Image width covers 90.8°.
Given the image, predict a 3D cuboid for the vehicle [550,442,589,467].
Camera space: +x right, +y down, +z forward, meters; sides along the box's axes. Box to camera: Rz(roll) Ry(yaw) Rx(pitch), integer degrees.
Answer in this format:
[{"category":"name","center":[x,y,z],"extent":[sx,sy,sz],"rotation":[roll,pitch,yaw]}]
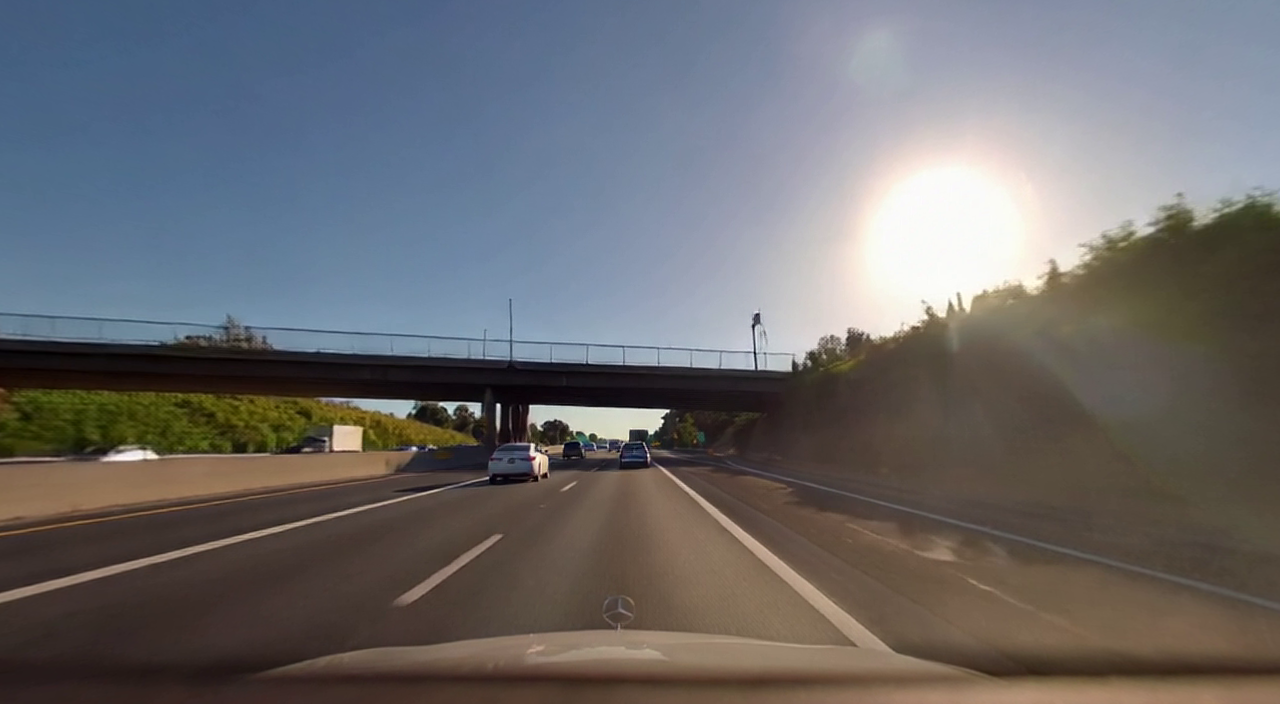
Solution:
[{"category":"vehicle","center":[-4.540,6.649,41.147],"extent":[2.084,1.528,4.094],"rotation":[0,-8,0]}]

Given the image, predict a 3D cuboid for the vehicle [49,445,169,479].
[{"category":"vehicle","center":[-24.796,5.141,29.743],"extent":[1.774,1.444,4.522],"rotation":[0,-9,-1]}]

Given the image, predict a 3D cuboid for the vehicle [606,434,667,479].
[{"category":"vehicle","center":[-0.157,4.434,27.061],"extent":[2.378,1.750,4.355],"rotation":[0,-8,0]}]

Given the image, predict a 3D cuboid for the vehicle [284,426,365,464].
[{"category":"vehicle","center":[-21.204,6.303,42.805],"extent":[2.586,2.392,5.504],"rotation":[0,-8,0]}]

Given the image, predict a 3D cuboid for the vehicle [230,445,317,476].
[{"category":"vehicle","center":[-18.014,5.313,31.287],"extent":[1.897,1.403,4.138],"rotation":[0,-8,-1]}]

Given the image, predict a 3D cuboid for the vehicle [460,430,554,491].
[{"category":"vehicle","center":[-4.121,3.444,20.381],"extent":[2.044,1.717,4.421],"rotation":[0,-8,0]}]
